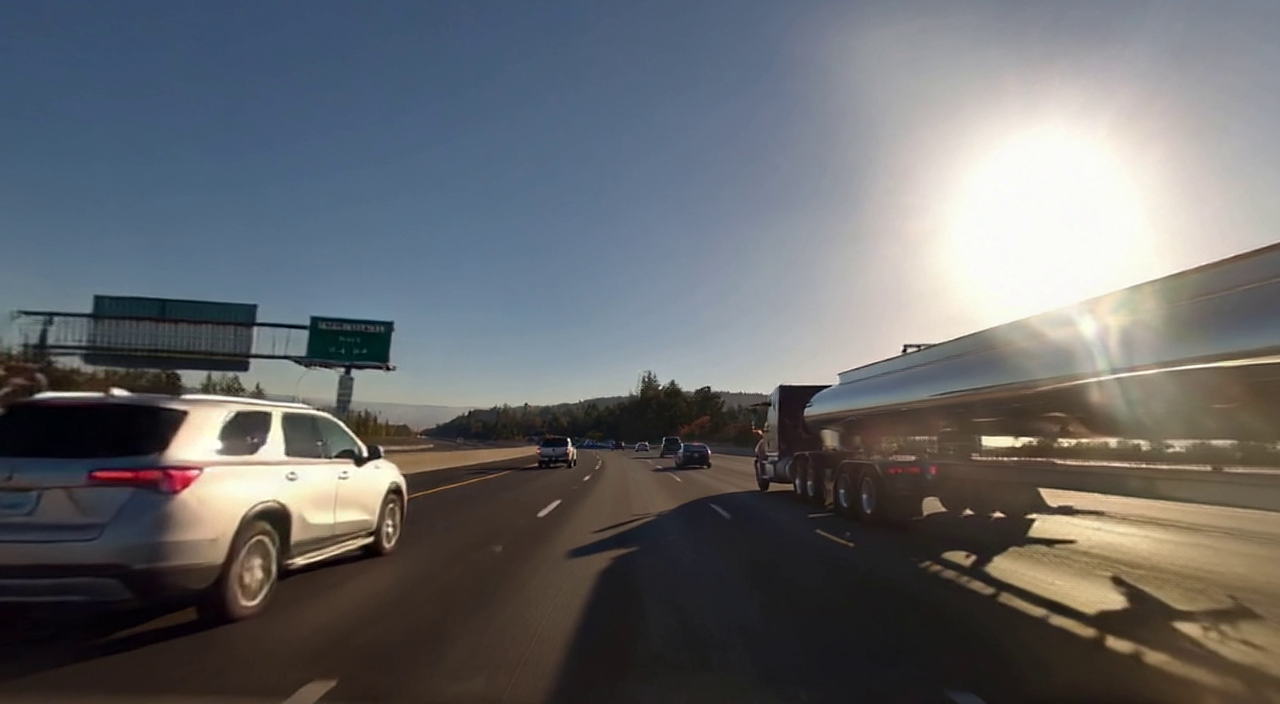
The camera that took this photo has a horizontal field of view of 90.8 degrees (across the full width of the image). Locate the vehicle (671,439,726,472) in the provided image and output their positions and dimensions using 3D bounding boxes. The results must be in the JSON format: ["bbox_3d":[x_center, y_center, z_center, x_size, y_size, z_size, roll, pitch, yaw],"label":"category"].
[{"bbox_3d":[2.791,5.094,31.211,2.053,1.510,4.400,0,-8,-4],"label":"vehicle"}]

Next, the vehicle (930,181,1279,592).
[{"bbox_3d":[7.427,0.531,7.063,3.554,3.573,10.307,0,-8,1],"label":"vehicle"}]

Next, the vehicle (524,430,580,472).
[{"bbox_3d":[-4.162,4.773,30.517,2.149,1.843,4.348,0,-8,-1],"label":"vehicle"}]

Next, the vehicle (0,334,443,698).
[{"bbox_3d":[-4.207,1.242,6.150,2.684,1.839,5.803,0,-8,0],"label":"vehicle"}]
